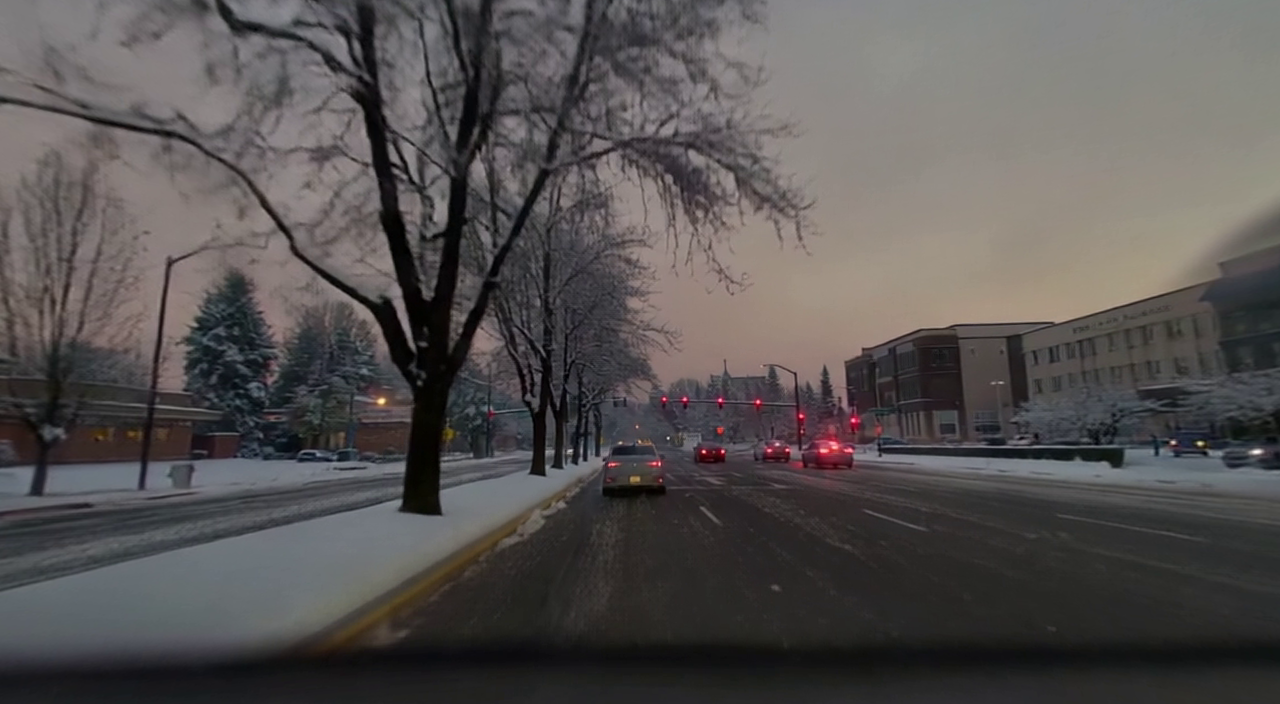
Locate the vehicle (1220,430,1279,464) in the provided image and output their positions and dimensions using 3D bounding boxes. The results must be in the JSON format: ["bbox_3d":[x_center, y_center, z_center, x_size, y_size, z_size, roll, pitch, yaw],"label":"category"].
[{"bbox_3d":[31.939,4.731,31.530,1.873,1.588,4.133,-2,-8,-1],"label":"vehicle"}]

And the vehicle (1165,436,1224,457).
[{"bbox_3d":[40.319,6.885,45.919,3.834,1.470,1.910,4,-10,-28],"label":"vehicle"}]

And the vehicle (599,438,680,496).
[{"bbox_3d":[-0.051,3.237,18.159,2.064,1.477,3.968,0,-8,-1],"label":"vehicle"}]
